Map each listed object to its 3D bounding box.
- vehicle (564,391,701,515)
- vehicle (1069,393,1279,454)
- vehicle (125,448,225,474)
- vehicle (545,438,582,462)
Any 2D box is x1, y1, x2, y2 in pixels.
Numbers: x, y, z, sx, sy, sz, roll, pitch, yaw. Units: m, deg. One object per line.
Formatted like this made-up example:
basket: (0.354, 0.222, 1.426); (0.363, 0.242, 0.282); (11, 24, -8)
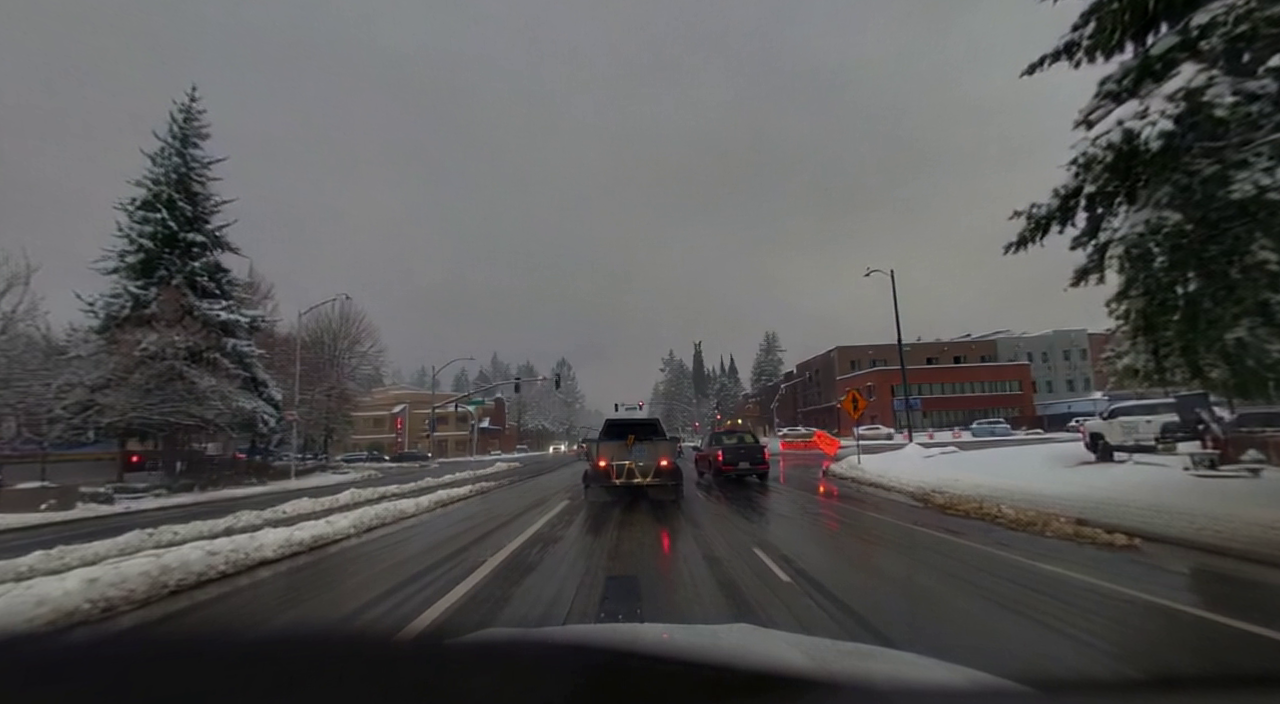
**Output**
vehicle: (-0.277, 2.158, 13.798); (2.350, 2.122, 5.801); (0, -8, -3)
vehicle: (14.806, 2.015, 17.194); (4.986, 1.467, 2.025); (-6, -10, 34)
vehicle: (-36.048, 8.425, 48.948); (5.755, 1.945, 2.403); (0, -8, -1)
vehicle: (-5.920, 7.612, 49.105); (2.068, 1.750, 4.361); (-1, -8, 3)
